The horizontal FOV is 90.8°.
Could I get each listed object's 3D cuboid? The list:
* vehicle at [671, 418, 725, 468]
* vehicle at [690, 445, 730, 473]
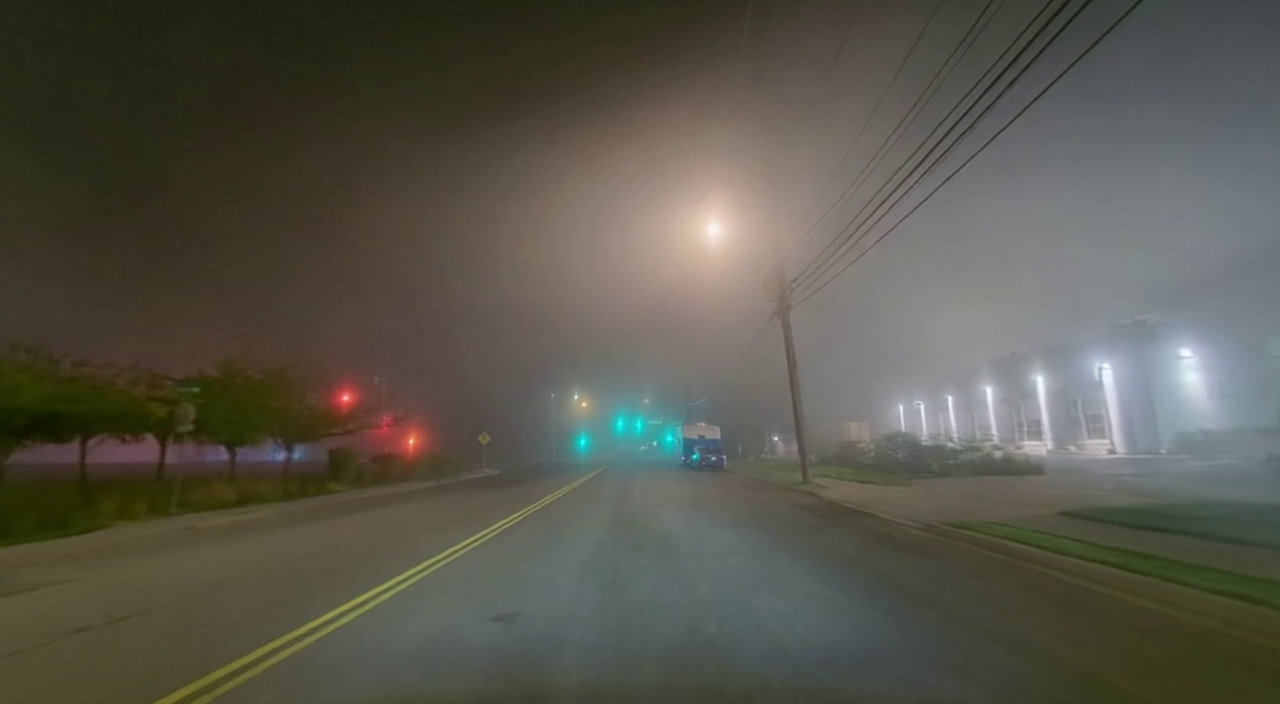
[{"bbox_3d":[4.033,6.658,45.955,3.110,3.241,8.788,0,-9,0],"label":"vehicle"},{"bbox_3d":[4.227,6.478,38.440,1.852,1.497,3.672,-2,-8,-2],"label":"vehicle"}]
